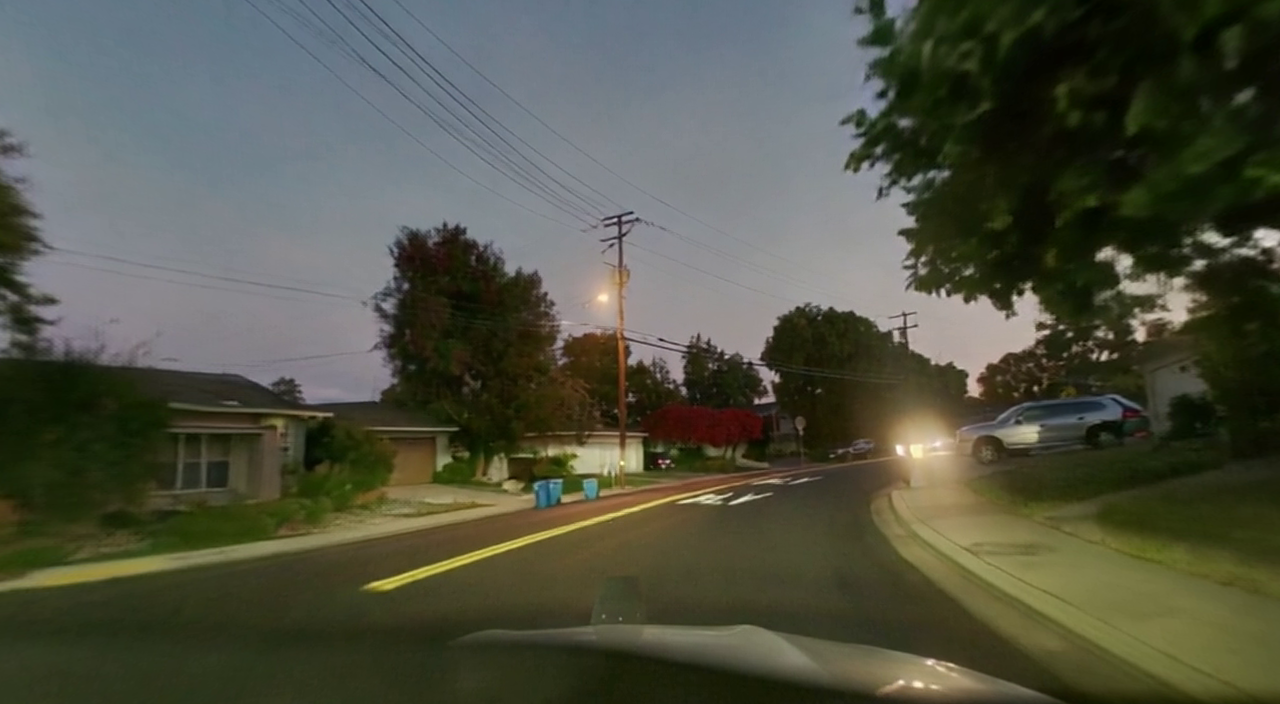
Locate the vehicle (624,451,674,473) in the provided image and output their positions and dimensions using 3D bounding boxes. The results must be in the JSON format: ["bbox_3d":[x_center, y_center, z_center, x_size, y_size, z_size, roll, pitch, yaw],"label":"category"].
[{"bbox_3d":[0.642,8.309,47.779,1.842,1.489,3.697,6,-10,-39],"label":"vehicle"}]

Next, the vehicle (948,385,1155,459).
[{"bbox_3d":[12.508,2.247,19.537,5.011,2.014,2.056,-6,-11,34],"label":"vehicle"}]
